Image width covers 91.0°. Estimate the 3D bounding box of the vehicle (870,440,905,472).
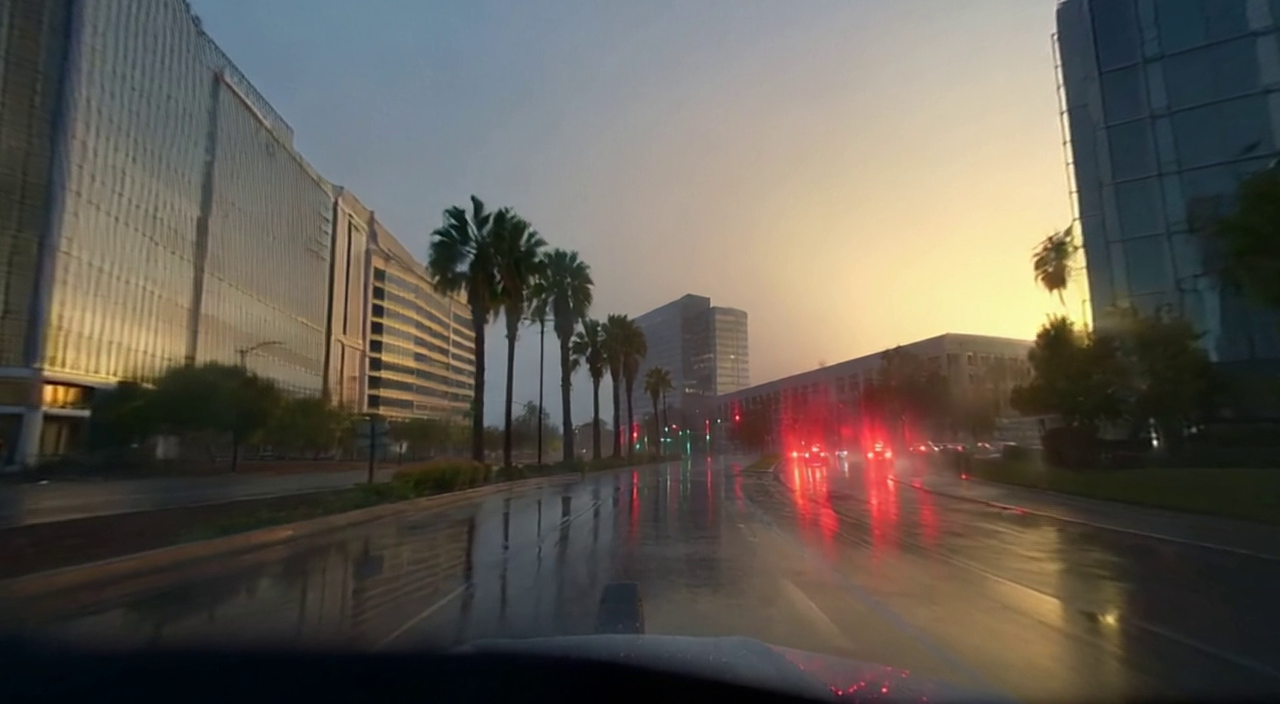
[{"bbox_3d":[18.946,7.977,48.239,2.219,2.342,1.744,-1,-10,14],"label":"vehicle"}]
